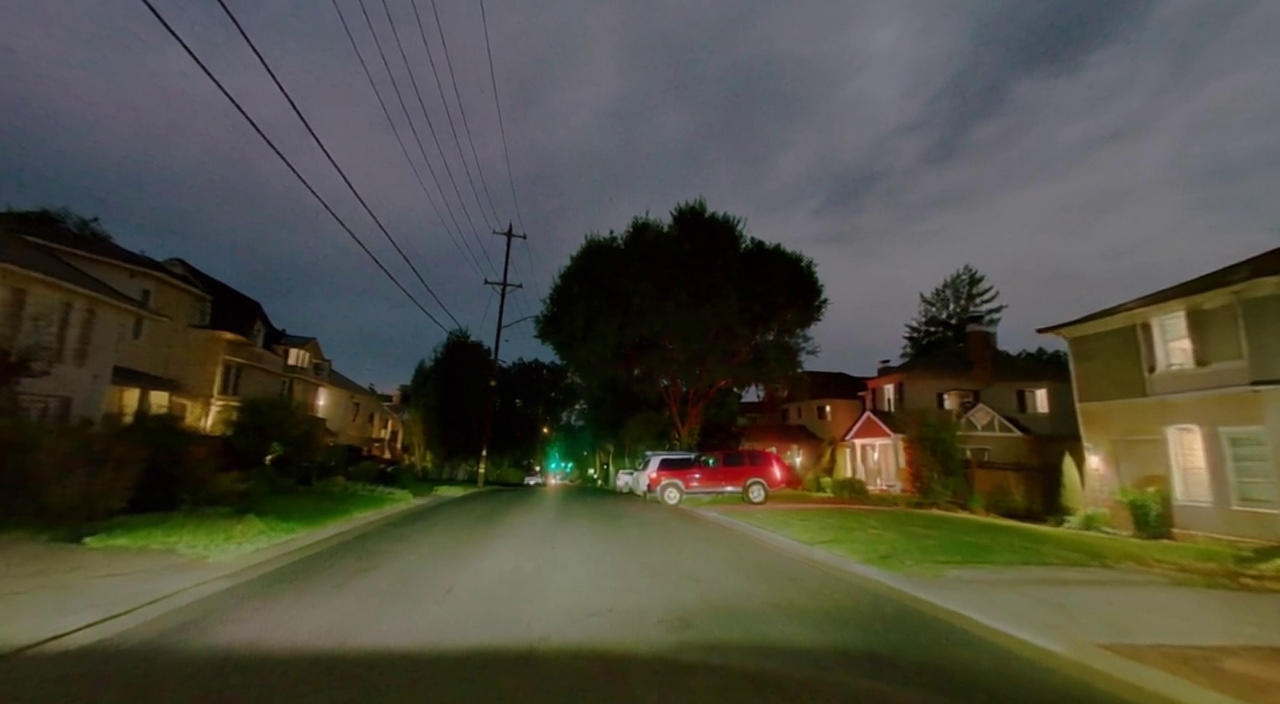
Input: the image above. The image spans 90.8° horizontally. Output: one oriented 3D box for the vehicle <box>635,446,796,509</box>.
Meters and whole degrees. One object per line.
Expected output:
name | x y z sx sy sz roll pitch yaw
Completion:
vehicle | 2.194 3.690 18.962 4.413 1.728 1.869 1 -8 -10
